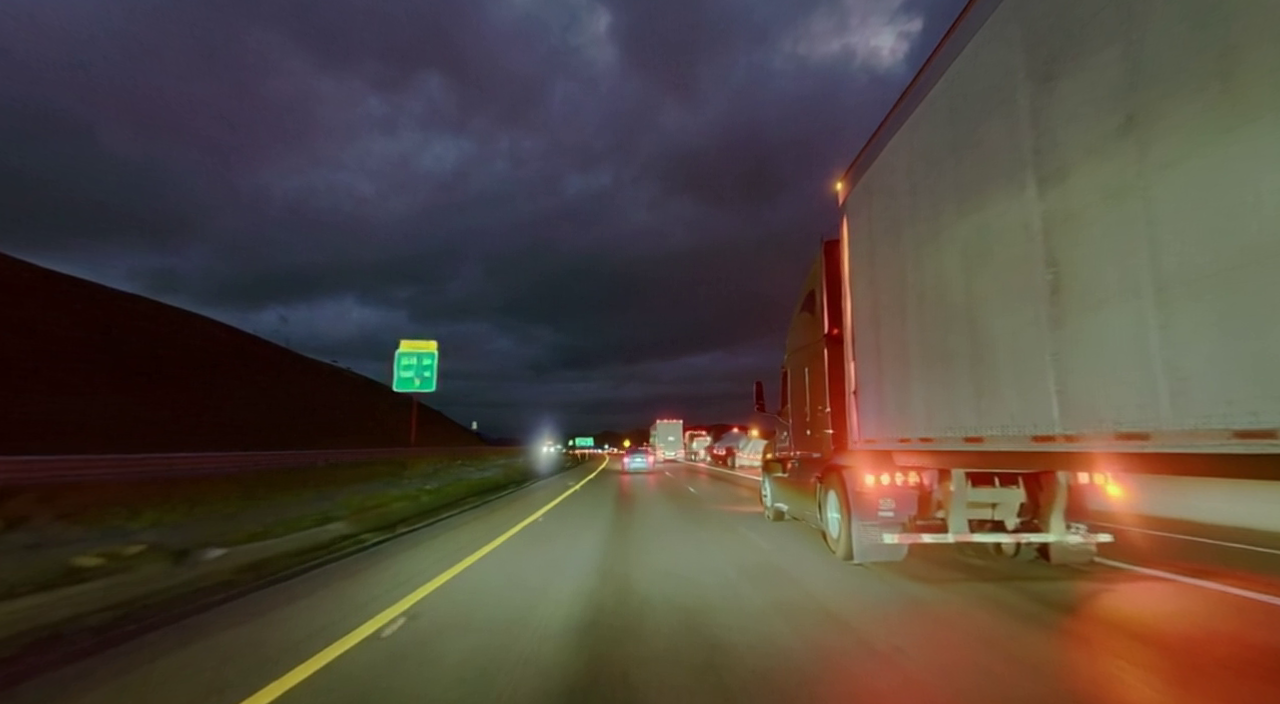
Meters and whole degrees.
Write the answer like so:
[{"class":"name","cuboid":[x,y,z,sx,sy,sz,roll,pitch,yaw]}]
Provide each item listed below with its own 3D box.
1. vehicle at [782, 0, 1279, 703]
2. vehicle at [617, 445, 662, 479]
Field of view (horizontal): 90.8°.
[{"class":"vehicle","cuboid":[3.611,-0.227,2.662,2.874,4.065,14.243,0,-9,1]},{"class":"vehicle","cuboid":[-0.051,4.993,28.828,1.927,1.437,3.794,0,-9,-1]}]
